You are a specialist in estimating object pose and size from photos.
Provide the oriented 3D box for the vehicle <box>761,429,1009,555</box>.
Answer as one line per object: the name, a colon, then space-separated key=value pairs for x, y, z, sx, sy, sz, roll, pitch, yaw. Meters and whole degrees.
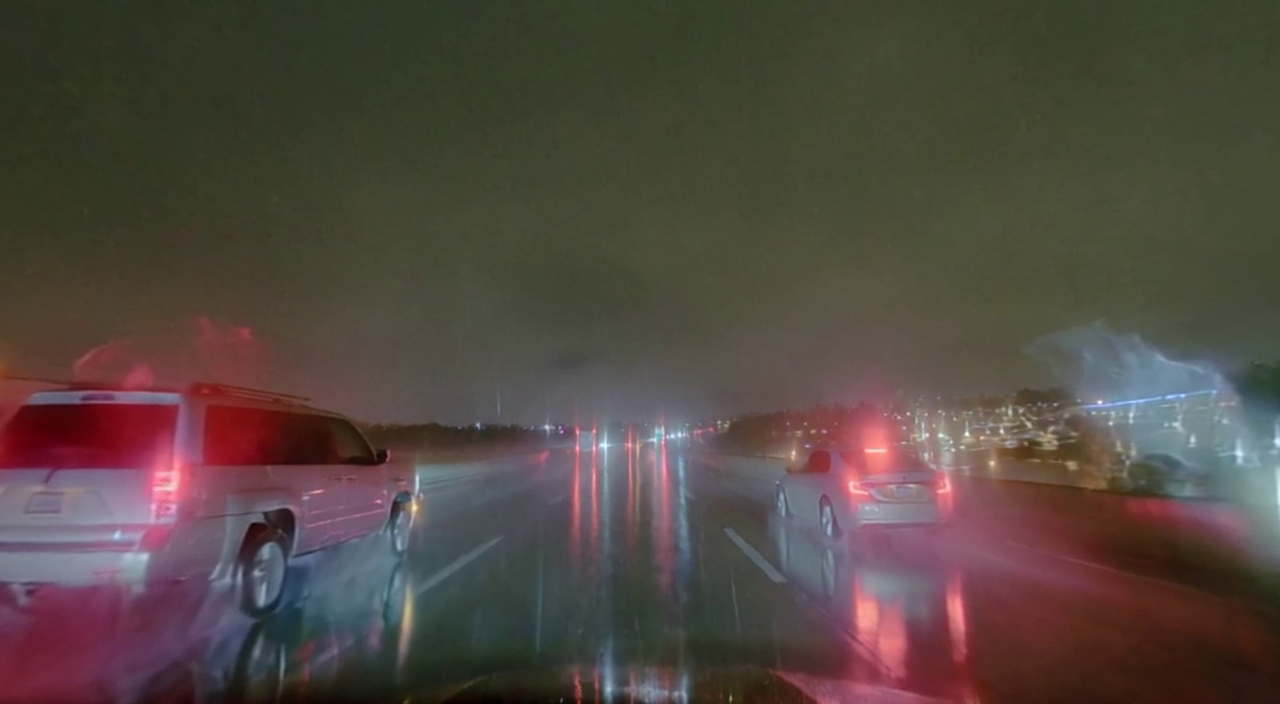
vehicle: x=3.513 y=2.118 z=10.305 sx=2.047 sy=1.532 sz=4.884 roll=0 pitch=-9 yaw=-1

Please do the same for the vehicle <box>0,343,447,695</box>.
vehicle: x=-3.952 y=1.281 z=6.169 sx=2.285 sy=1.853 sz=5.564 roll=0 pitch=-9 yaw=1
